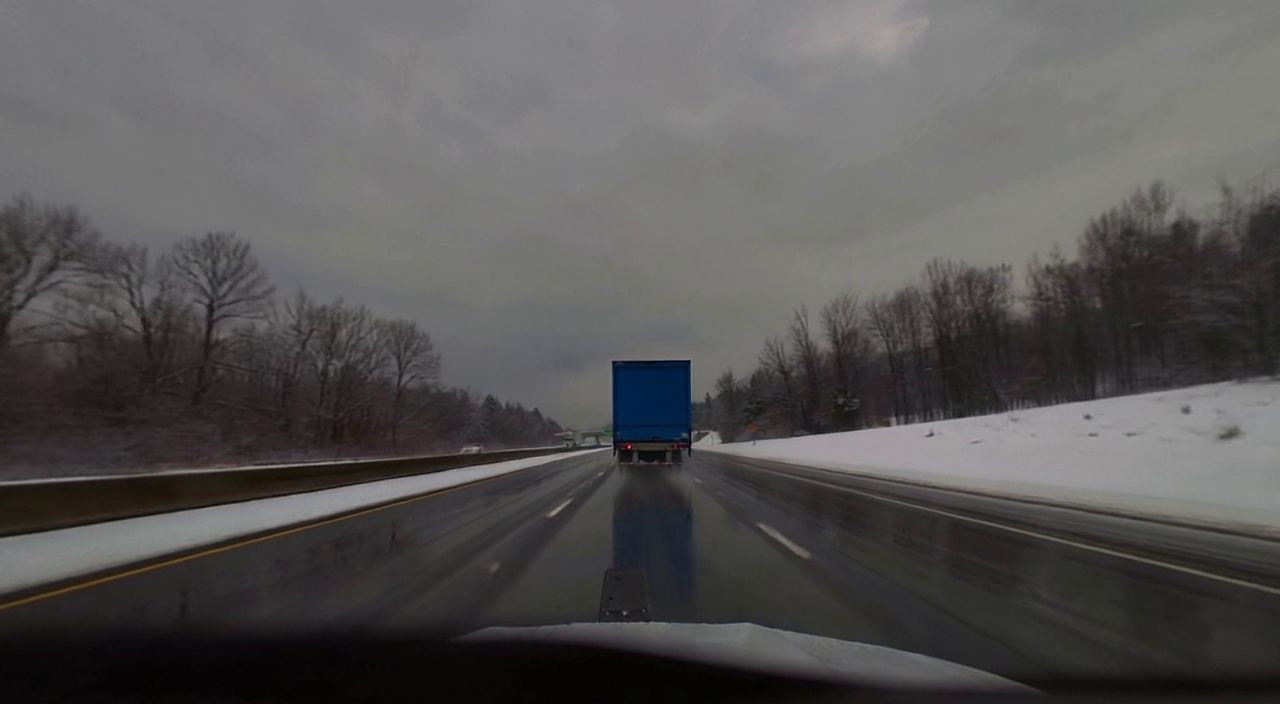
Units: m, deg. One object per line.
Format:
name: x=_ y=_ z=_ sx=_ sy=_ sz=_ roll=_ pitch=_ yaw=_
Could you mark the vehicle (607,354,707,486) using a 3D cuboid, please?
vehicle: x=0.514 y=2.831 z=24.461 sx=3.010 sy=4.039 sz=10.481 roll=0 pitch=-8 yaw=0
